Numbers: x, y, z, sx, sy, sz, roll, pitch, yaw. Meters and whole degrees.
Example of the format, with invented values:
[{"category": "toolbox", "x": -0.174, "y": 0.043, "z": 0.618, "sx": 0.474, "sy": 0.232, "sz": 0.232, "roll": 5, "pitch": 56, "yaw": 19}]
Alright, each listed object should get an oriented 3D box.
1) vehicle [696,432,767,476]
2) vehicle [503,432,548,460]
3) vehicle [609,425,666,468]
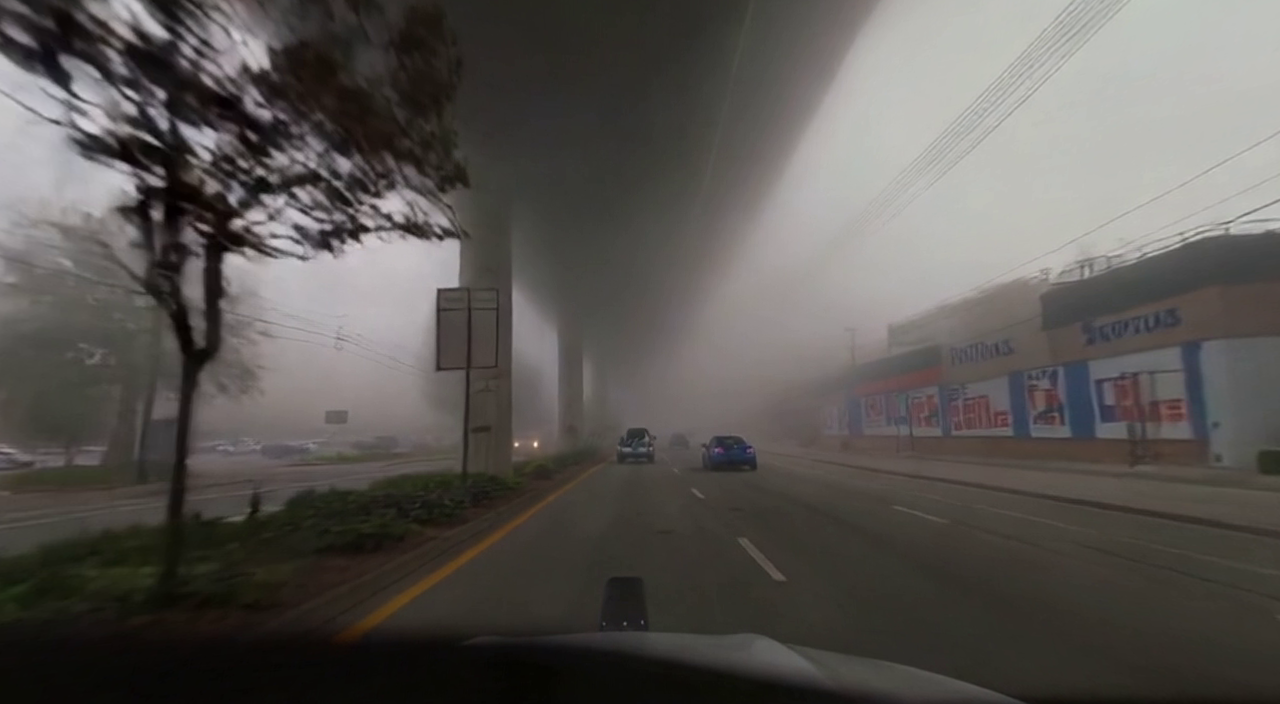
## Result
[{"category": "vehicle", "x": 3.343, "y": 3.828, "z": 23.948, "sx": 1.954, "sy": 1.479, "sz": 4.557, "roll": 0, "pitch": -8, "yaw": -1}, {"category": "vehicle", "x": -7.957, "y": 6.585, "z": 44.230, "sx": 2.137, "sy": 1.811, "sz": 4.549, "roll": -1, "pitch": -8, "yaw": 3}, {"category": "vehicle", "x": -0.051, "y": 4.377, "z": 29.206, "sx": 2.441, "sy": 1.813, "sz": 4.581, "roll": 0, "pitch": -8, "yaw": 1}]
